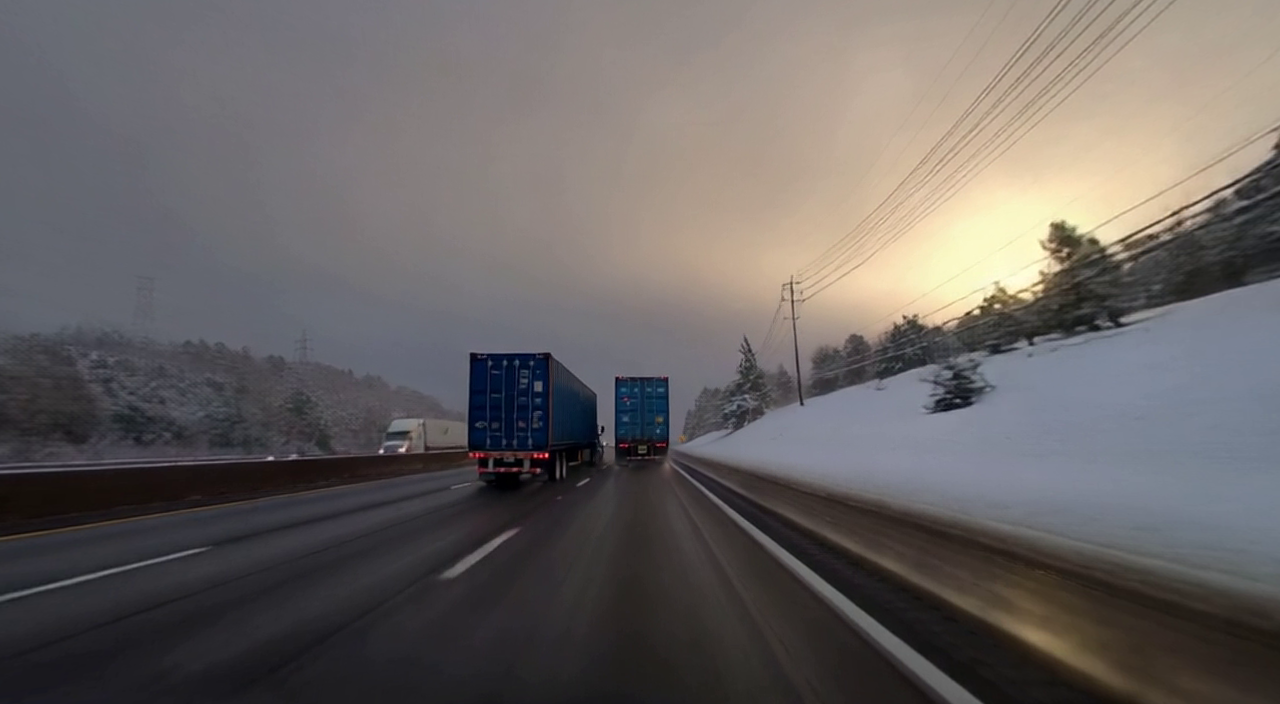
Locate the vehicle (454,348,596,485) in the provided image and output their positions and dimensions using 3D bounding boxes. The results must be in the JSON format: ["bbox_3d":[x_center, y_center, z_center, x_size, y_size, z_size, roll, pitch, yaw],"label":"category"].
[{"bbox_3d":[-3.913,2.882,25.694,3.065,4.105,13.706,0,-8,1],"label":"vehicle"}]

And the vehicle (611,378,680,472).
[{"bbox_3d":[0.131,4.006,33.339,3.006,4.120,11.586,0,-8,-1],"label":"vehicle"}]
